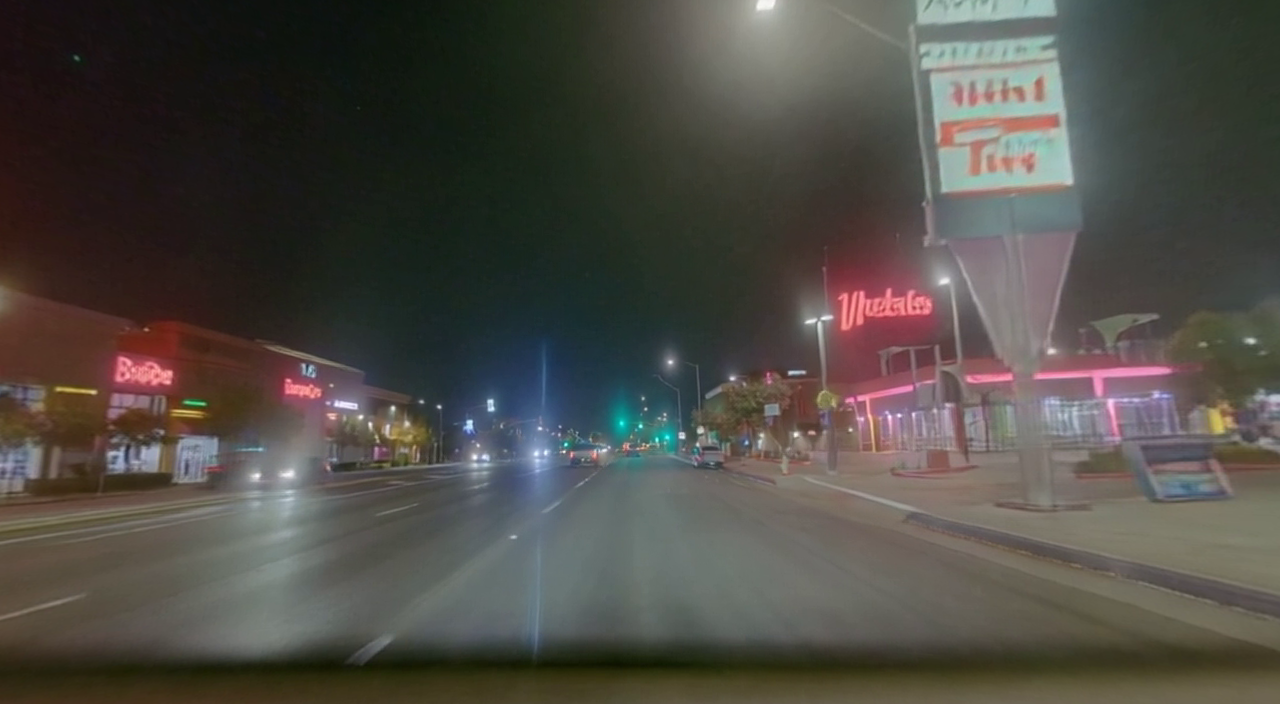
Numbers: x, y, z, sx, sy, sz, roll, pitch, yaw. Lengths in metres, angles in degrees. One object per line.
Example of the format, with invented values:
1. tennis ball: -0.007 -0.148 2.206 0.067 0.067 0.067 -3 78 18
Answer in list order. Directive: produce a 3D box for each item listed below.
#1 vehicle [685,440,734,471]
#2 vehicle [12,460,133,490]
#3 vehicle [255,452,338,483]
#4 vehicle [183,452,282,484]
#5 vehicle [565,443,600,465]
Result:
1. vehicle: 3.567 5.434 33.295 1.922 1.507 4.824 0 -9 -1
2. vehicle: -31.133 6.733 34.746 4.720 1.556 2.070 -1 -9 3
3. vehicle: -18.418 6.188 34.159 1.990 1.500 4.467 0 -9 0
4. vehicle: -25.832 7.321 40.204 2.239 1.802 4.652 -5 -10 28
5. vehicle: -4.249 7.612 47.197 2.179 1.490 4.742 0 -9 0
